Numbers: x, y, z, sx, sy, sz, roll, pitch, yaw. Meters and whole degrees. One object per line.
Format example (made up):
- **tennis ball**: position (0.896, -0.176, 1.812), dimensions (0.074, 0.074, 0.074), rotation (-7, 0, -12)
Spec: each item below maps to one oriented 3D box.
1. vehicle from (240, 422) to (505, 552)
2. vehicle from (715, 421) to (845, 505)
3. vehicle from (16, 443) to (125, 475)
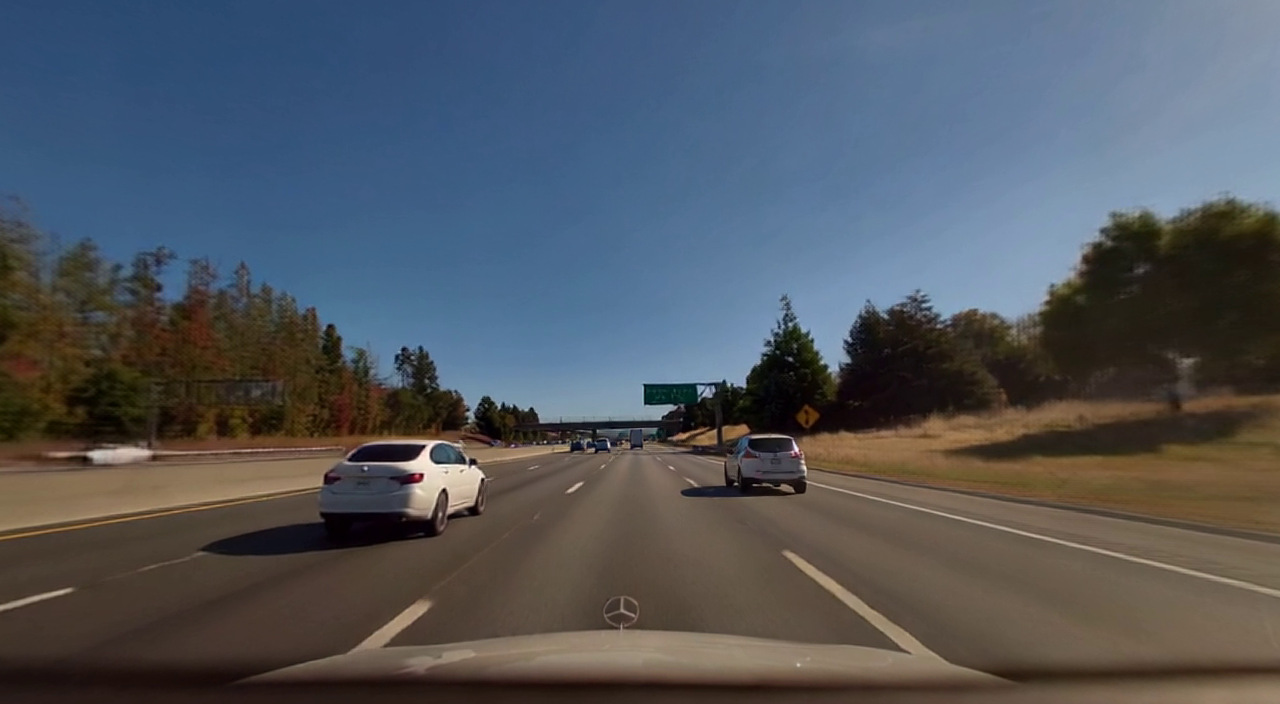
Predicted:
- **vehicle**: position (-3.808, 2.030, 10.263), dimensions (2.118, 1.573, 4.940), rotation (0, -9, 0)
- **vehicle**: position (3.139, 2.598, 15.152), dimensions (2.053, 1.714, 4.097), rotation (0, -9, -1)
- **vehicle**: position (-32.894, 6.202, 36.730), dimensions (1.946, 1.720, 4.746), rotation (0, -9, -1)
